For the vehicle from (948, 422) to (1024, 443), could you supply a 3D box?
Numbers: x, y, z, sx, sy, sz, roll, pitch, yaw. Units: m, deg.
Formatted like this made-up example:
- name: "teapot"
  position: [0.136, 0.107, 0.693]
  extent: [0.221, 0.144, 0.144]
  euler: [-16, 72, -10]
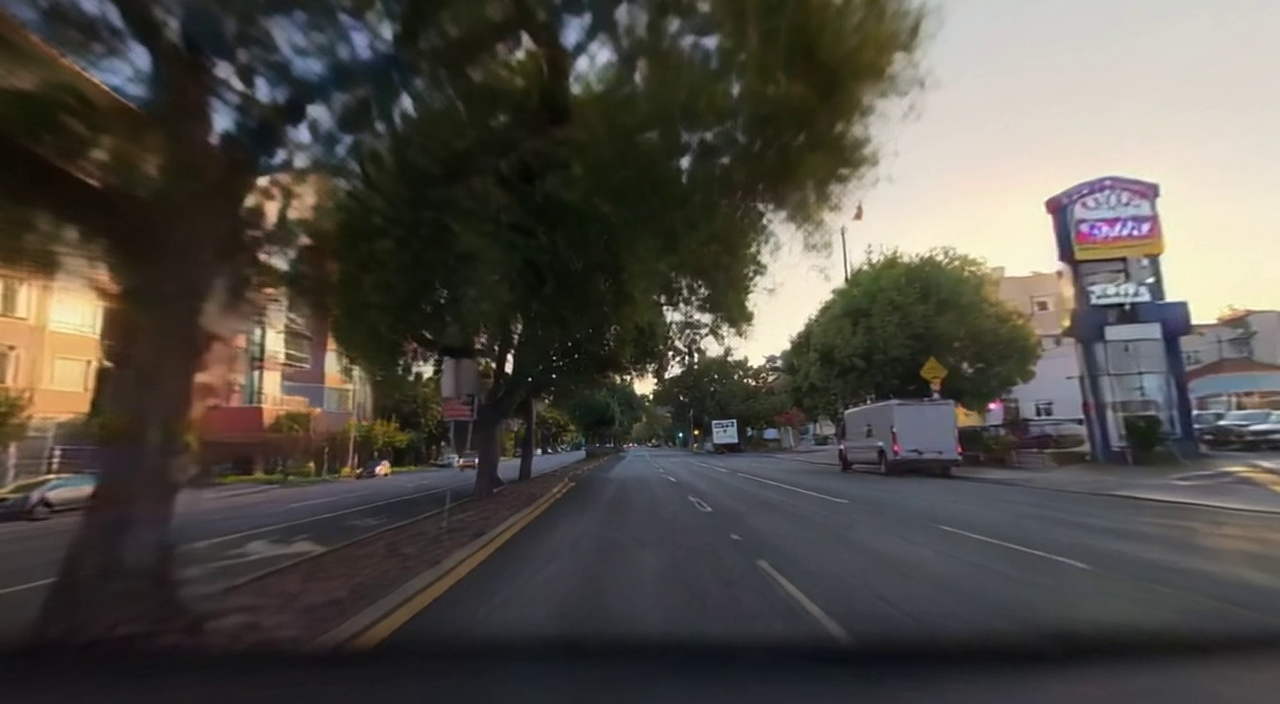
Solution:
- name: "vehicle"
  position: [25.498, 5.999, 46.740]
  extent: [1.868, 1.458, 4.609]
  euler: [5, -10, -27]

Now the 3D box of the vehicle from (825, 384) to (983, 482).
- name: "vehicle"
  position: [9.764, 3.151, 24.465]
  extent: [2.917, 3.205, 6.985]
  euler: [0, -8, -1]

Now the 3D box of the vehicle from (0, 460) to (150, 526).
- name: "vehicle"
  position: [-19.364, 4.646, 21.235]
  extent: [2.042, 1.773, 4.914]
  euler: [-4, -8, -2]
